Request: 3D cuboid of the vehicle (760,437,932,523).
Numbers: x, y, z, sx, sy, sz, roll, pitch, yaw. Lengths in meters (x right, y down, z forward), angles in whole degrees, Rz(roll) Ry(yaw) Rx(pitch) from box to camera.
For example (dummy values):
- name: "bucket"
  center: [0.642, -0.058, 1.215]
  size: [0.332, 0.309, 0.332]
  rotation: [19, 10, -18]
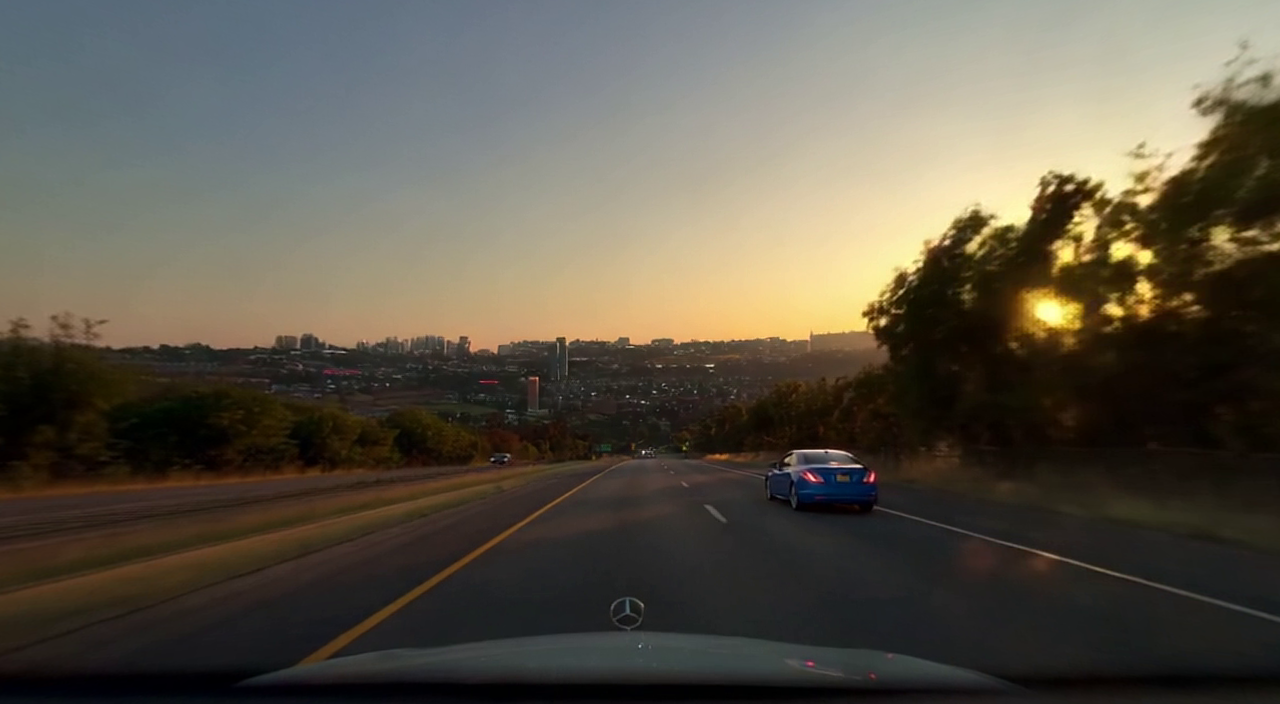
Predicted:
- name: "vehicle"
  center: [4.116, 2.631, 13.629]
  size: [2.053, 1.490, 4.799]
  rotation: [0, -8, 0]
